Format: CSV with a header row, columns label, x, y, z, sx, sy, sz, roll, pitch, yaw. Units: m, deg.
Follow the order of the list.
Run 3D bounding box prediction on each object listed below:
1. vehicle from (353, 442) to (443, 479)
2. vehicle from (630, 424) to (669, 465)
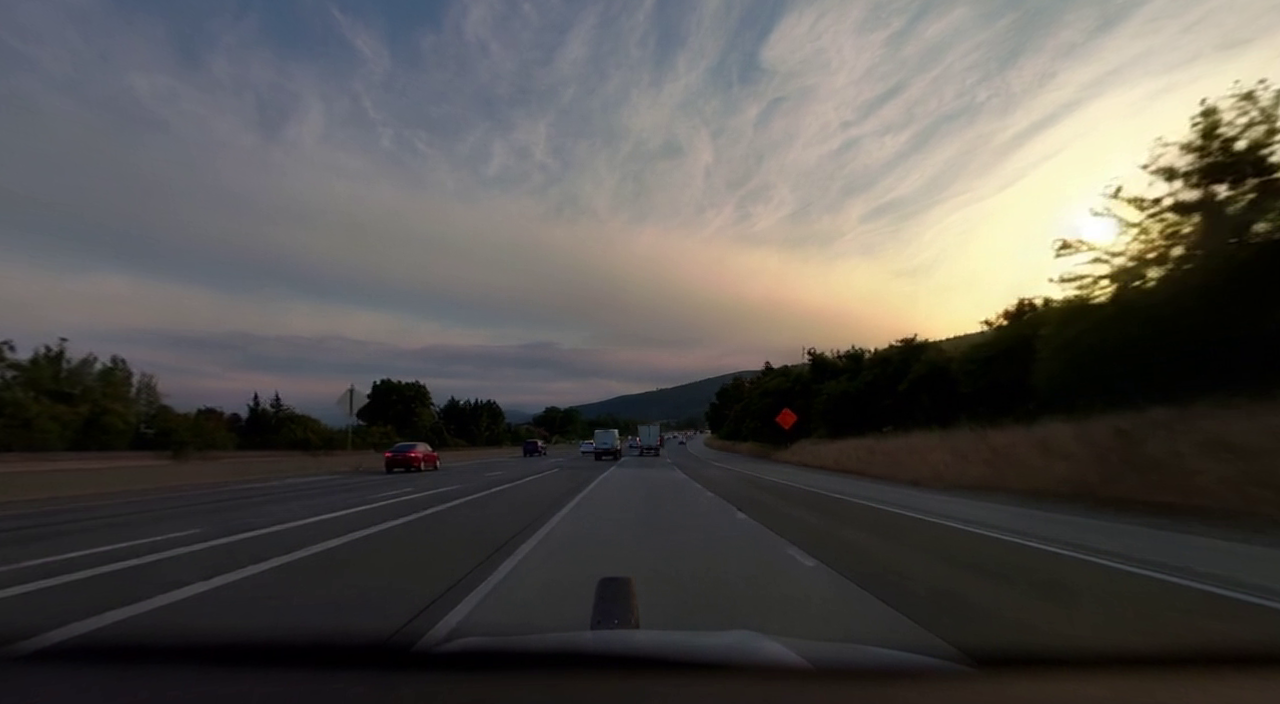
label,x,y,z,sx,sy,sz,roll,pitch,yaw
vehicle,-10.313,4.643,27.325,1.952,1.457,4.689,0,-8,1
vehicle,0.744,7.146,49.124,2.768,2.854,6.757,2,-8,1
